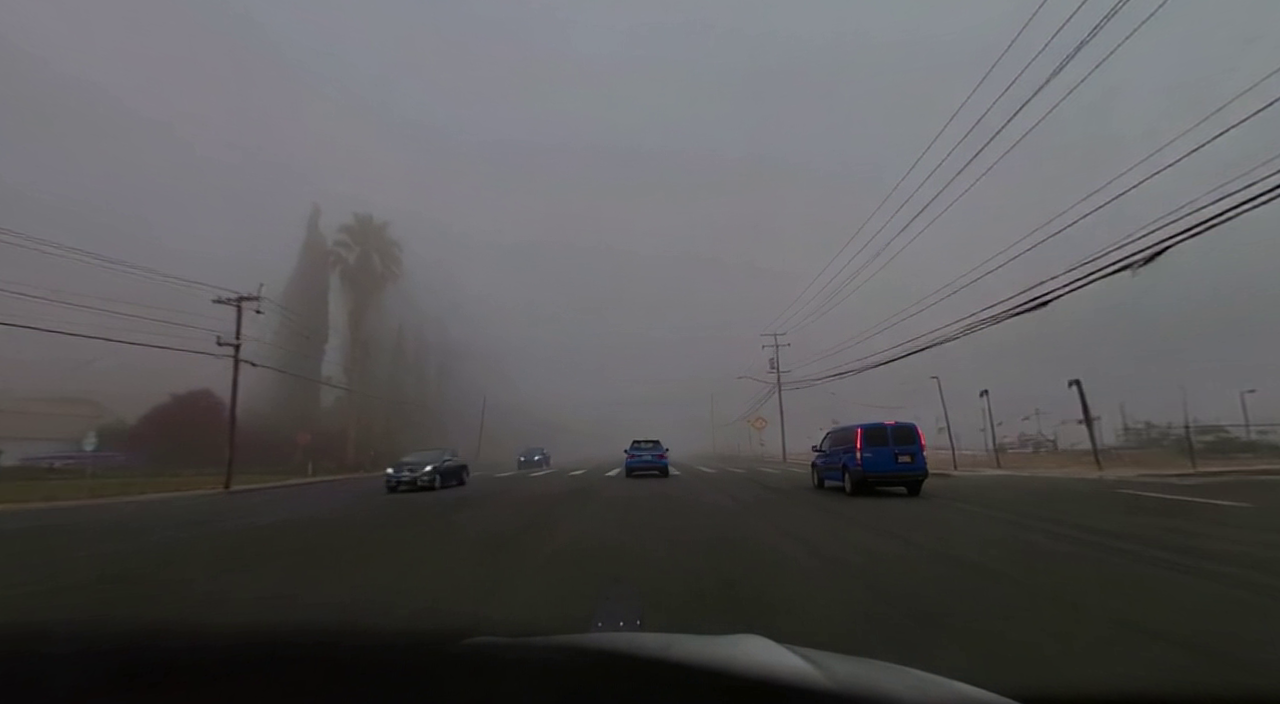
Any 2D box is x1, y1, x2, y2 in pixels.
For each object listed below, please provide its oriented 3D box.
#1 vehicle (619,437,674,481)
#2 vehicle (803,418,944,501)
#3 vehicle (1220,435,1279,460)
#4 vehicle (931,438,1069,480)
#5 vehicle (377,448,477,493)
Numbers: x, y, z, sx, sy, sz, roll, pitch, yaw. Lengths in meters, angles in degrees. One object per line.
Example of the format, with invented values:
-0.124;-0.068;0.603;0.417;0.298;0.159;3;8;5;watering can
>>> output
0.244;4.486;26.608;2.138;1.672;4.168;0;-9;0;vehicle
6.084;2.866;17.097;2.107;1.928;4.471;0;-9;0;vehicle
41.325;6.332;41.764;1.779;1.515;4.189;-4;-9;3;vehicle
13.989;4.205;24.807;4.400;1.507;2.009;-4;-10;23;vehicle
-7.923;4.429;23.974;2.004;1.535;4.853;0;-9;1;vehicle
